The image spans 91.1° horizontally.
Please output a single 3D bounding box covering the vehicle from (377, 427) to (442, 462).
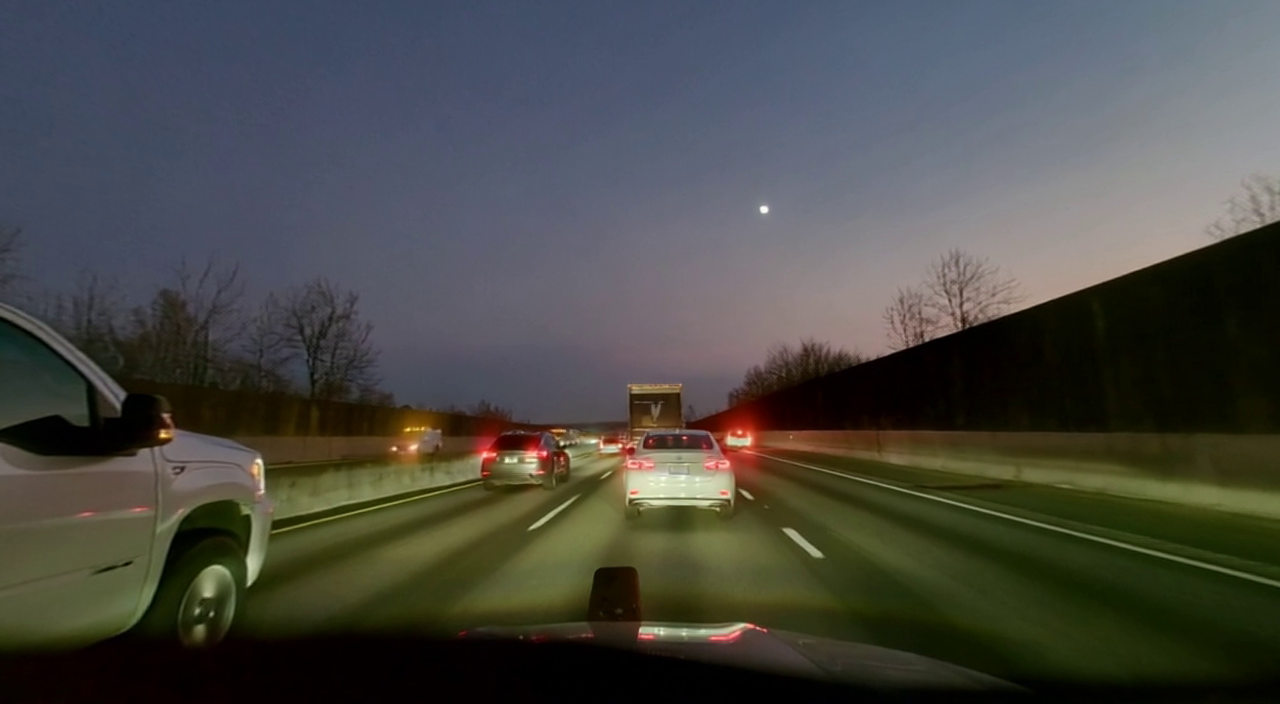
[{"bbox_3d":[-16.979,6.827,46.696,2.305,2.396,5.841,-1,-8,3],"label":"vehicle"}]

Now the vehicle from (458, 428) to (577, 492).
[{"bbox_3d":[-3.073,2.806,16.829,2.087,1.457,4.313,-1,-8,4],"label":"vehicle"}]

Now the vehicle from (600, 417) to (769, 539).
[{"bbox_3d":[0.664,1.842,9.900,2.089,1.485,4.153,-1,-8,3],"label":"vehicle"}]

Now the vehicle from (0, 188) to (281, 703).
[{"bbox_3d":[-4.104,0.366,1.912,2.386,2.435,5.831,0,-8,2],"label":"vehicle"}]
